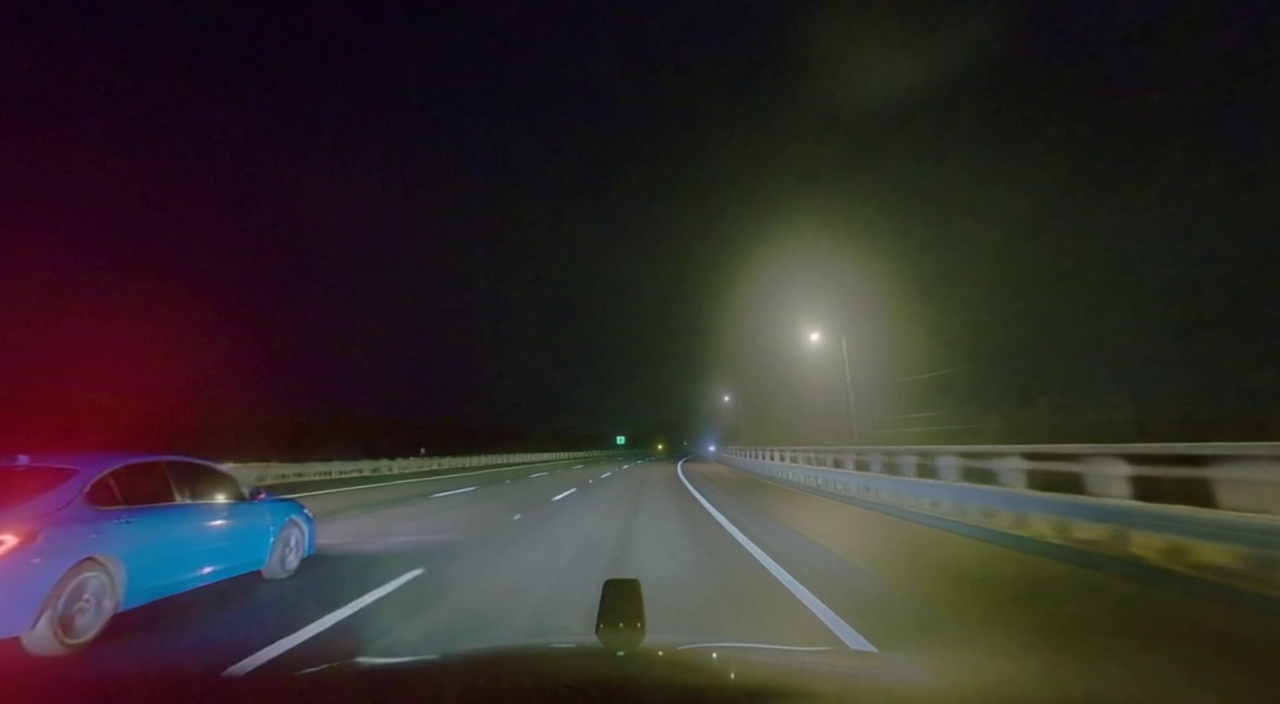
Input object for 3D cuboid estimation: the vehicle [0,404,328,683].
[{"bbox_3d":[-4.448,1.296,5.071,1.928,1.504,3.745,0,-9,0],"label":"vehicle"}]
